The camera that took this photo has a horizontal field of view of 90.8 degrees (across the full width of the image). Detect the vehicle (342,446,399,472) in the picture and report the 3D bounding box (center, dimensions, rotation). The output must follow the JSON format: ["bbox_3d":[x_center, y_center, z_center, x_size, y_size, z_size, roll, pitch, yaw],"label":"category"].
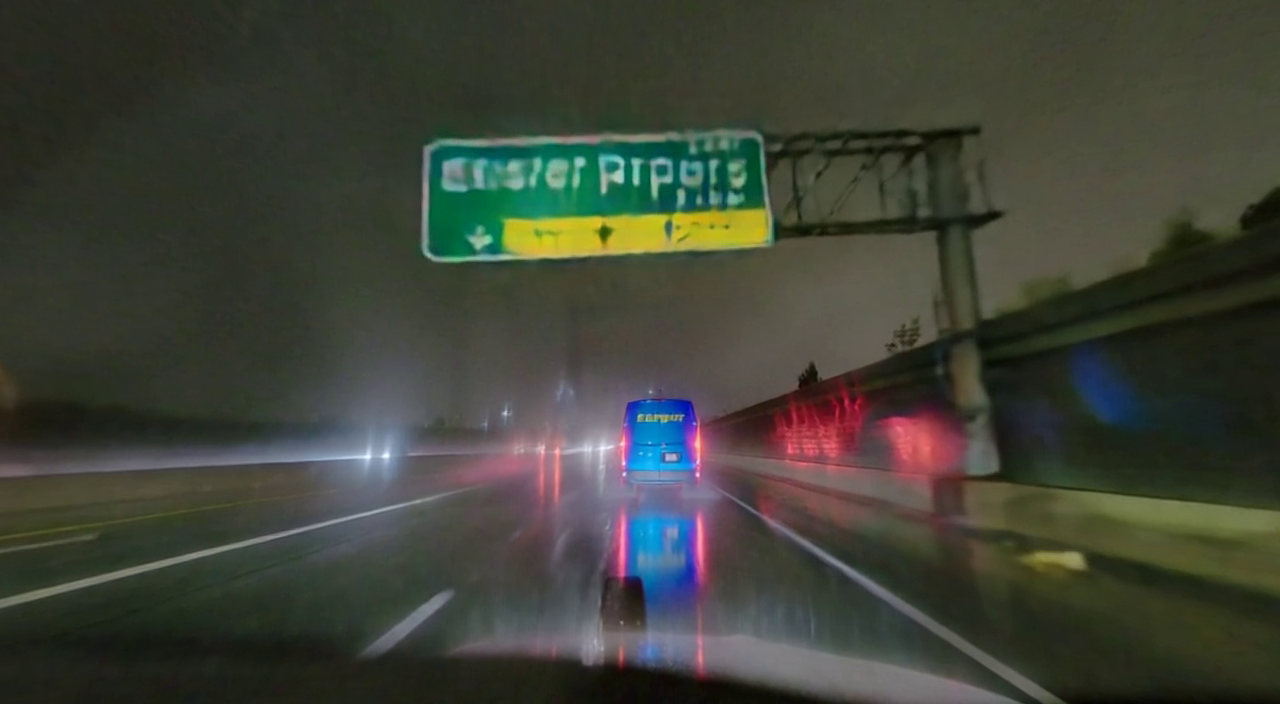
[{"bbox_3d":[-15.713,6.238,36.941,1.651,1.410,3.840,0,-9,0],"label":"vehicle"}]

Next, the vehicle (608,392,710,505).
[{"bbox_3d":[0.354,2.596,17.099,2.332,2.558,5.314,0,-9,-2],"label":"vehicle"}]
